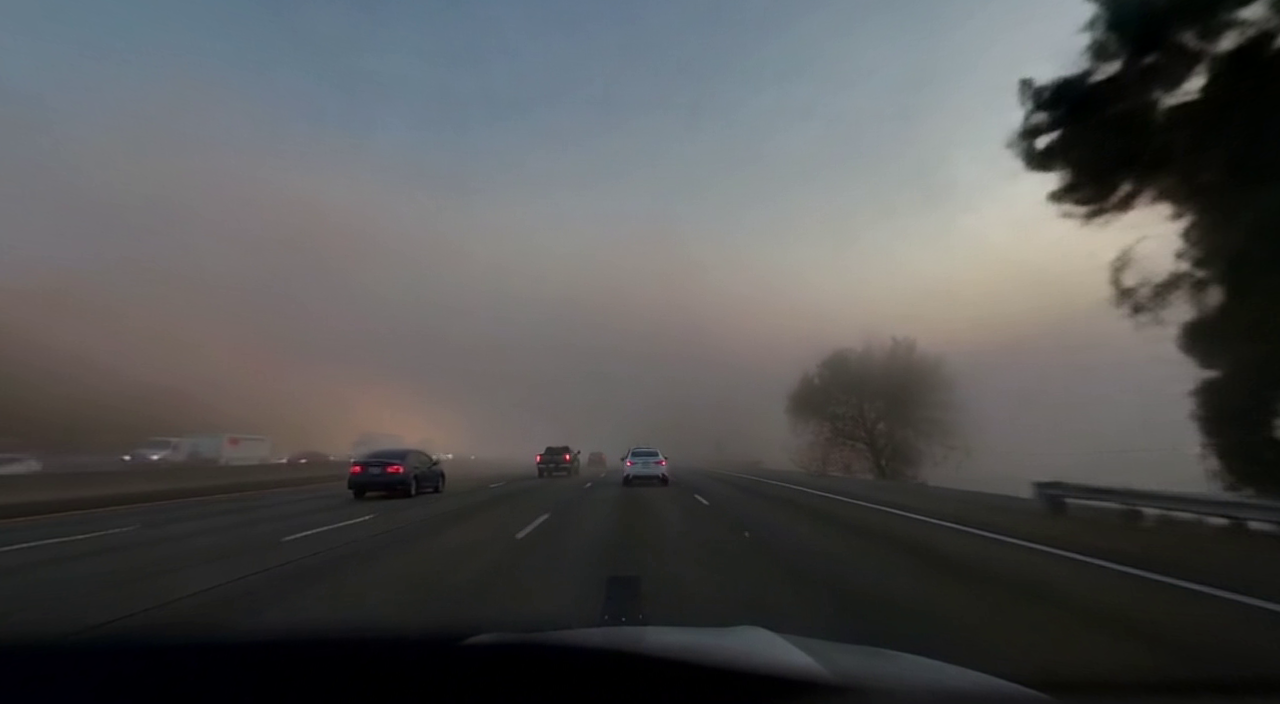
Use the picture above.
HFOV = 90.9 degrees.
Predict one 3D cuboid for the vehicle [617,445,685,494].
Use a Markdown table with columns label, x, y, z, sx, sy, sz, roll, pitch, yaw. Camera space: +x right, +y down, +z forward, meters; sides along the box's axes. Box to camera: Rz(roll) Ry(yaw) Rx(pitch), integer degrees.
| label | x | y | z | sx | sy | sz | roll | pitch | yaw |
| --- | --- | --- | --- | --- | --- | --- | --- | --- | --- |
| vehicle | 0.277 | 3.938 | 21.515 | 2.082 | 1.482 | 4.126 | 0 | -9 | -1 |

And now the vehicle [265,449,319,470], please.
| label | x | y | z | sx | sy | sz | roll | pitch | yaw |
| --- | --- | --- | --- | --- | --- | --- | --- | --- | --- |
| vehicle | -26.014 | 8.057 | 47.319 | 1.868 | 1.480 | 4.180 | 0 | -9 | -3 |

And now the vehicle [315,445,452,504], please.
| label | x | y | z | sx | sy | sz | roll | pitch | yaw |
| --- | --- | --- | --- | --- | --- | --- | --- | --- | --- |
| vehicle | -7.182 | 3.448 | 18.315 | 1.974 | 1.464 | 4.733 | 0 | -9 | 0 |

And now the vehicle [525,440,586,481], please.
| label | x | y | z | sx | sy | sz | roll | pitch | yaw |
| --- | --- | --- | --- | --- | --- | --- | --- | --- | --- |
| vehicle | -3.871 | 5.065 | 29.780 | 2.289 | 1.777 | 4.534 | 0 | -9 | 0 |

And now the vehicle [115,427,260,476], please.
| label | x | y | z | sx | sy | sz | roll | pitch | yaw |
| --- | --- | --- | --- | --- | --- | --- | --- | --- | --- |
| vehicle | -29.769 | 6.634 | 42.272 | 2.934 | 2.913 | 9.649 | 0 | -9 | -2 |
